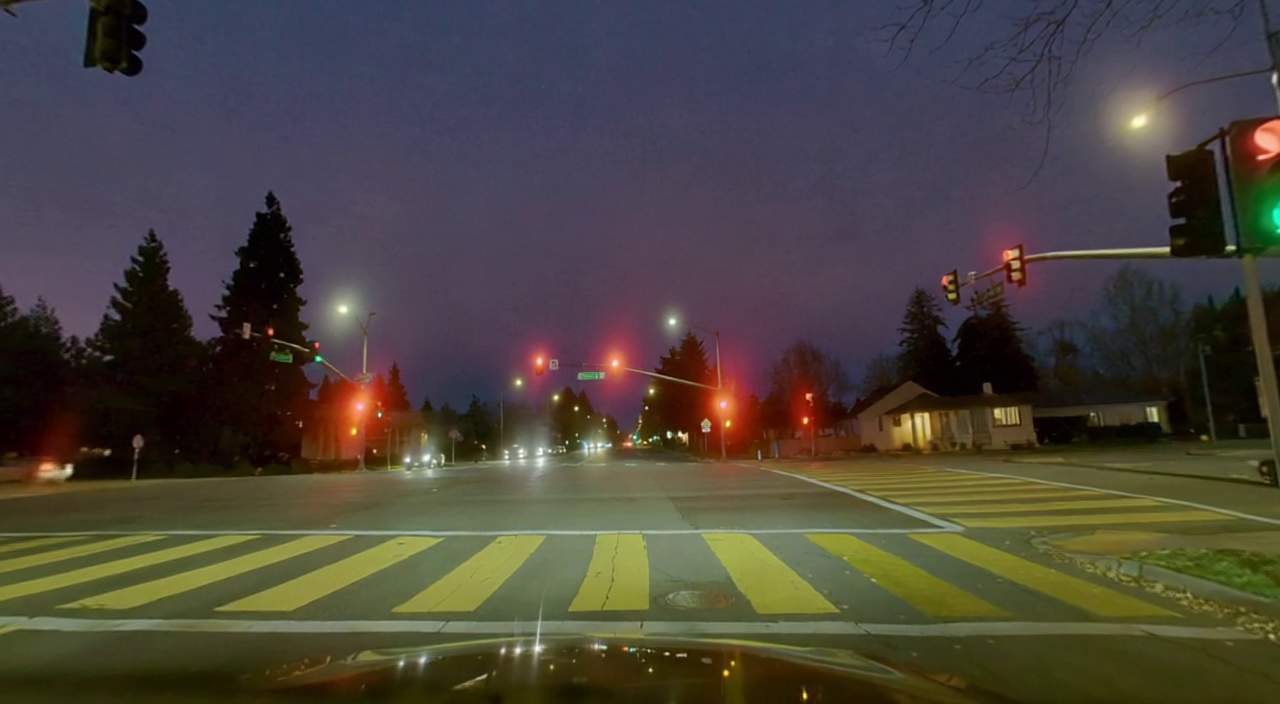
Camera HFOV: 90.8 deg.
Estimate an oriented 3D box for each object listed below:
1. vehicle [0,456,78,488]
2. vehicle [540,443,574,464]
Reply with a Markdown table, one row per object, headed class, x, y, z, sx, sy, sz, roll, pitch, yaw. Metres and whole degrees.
| class | x | y | z | sx | sy | sz | roll | pitch | yaw |
| --- | --- | --- | --- | --- | --- | --- | --- | --- | --- |
| vehicle | -35.333 | 6.813 | 36.057 | 4.706 | 1.710 | 1.932 | -1 | -8 | 4 |
| vehicle | -6.114 | 7.524 | 47.050 | 1.936 | 1.444 | 4.168 | 0 | -8 | 0 |
